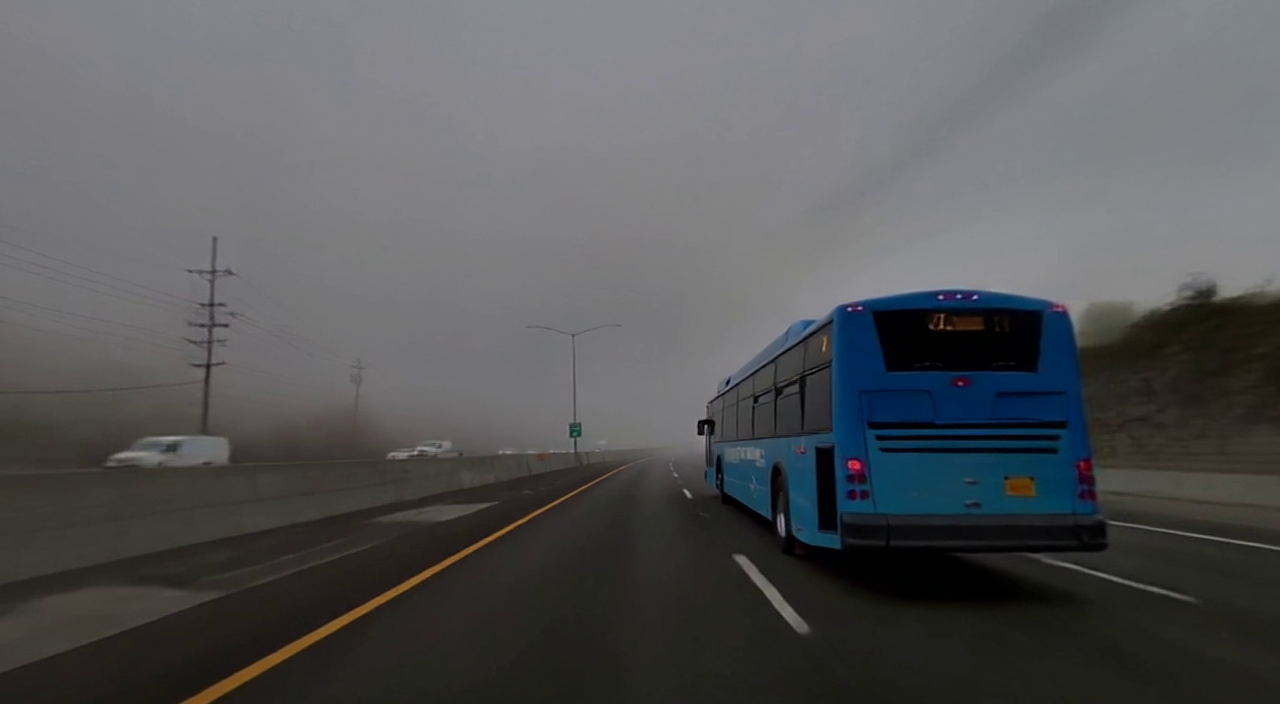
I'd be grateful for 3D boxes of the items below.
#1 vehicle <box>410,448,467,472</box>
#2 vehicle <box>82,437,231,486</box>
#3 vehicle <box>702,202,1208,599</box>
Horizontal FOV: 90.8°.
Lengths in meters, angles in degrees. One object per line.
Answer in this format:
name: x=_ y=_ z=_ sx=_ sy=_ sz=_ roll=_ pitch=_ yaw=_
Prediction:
vehicle: x=-13.691 y=7.339 z=43.183 sx=2.099 sy=1.471 sz=4.756 roll=-1 pitch=-9 yaw=3
vehicle: x=-21.396 y=4.859 z=28.397 sx=2.115 sy=1.932 sz=5.596 roll=-1 pitch=-9 yaw=2
vehicle: x=3.449 y=1.445 z=12.938 sx=3.144 sy=3.580 sz=14.591 roll=0 pitch=-9 yaw=1
